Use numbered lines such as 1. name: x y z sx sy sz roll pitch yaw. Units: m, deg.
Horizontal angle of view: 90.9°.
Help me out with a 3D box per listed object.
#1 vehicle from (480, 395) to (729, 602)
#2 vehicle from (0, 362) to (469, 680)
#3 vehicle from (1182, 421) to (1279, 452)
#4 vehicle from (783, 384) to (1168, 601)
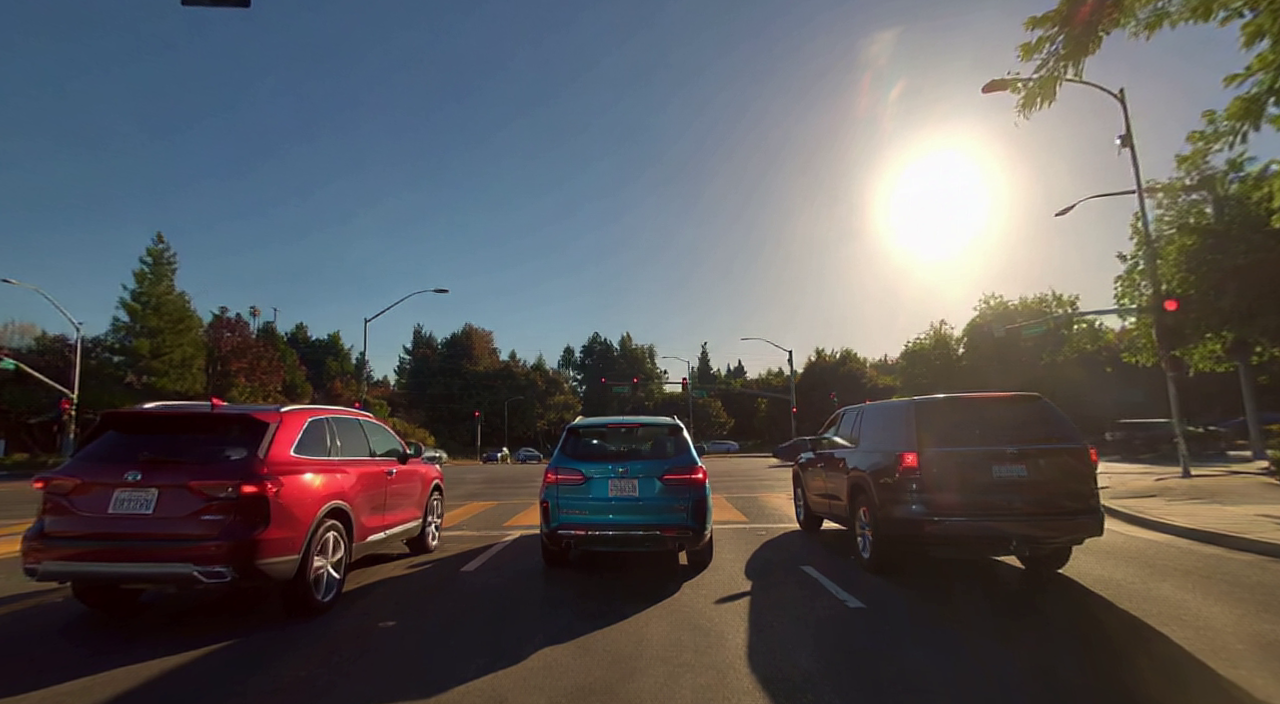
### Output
1. vehicle: -0.238 1.512 7.317 2.067 1.702 3.987 0 -8 2
2. vehicle: -3.272 1.283 5.883 2.047 1.810 4.414 0 -8 1
3. vehicle: 32.833 4.671 34.792 4.175 1.634 1.877 1 -8 -5
4. vehicle: 3.274 1.483 7.511 2.083 1.779 4.532 0 -8 0
